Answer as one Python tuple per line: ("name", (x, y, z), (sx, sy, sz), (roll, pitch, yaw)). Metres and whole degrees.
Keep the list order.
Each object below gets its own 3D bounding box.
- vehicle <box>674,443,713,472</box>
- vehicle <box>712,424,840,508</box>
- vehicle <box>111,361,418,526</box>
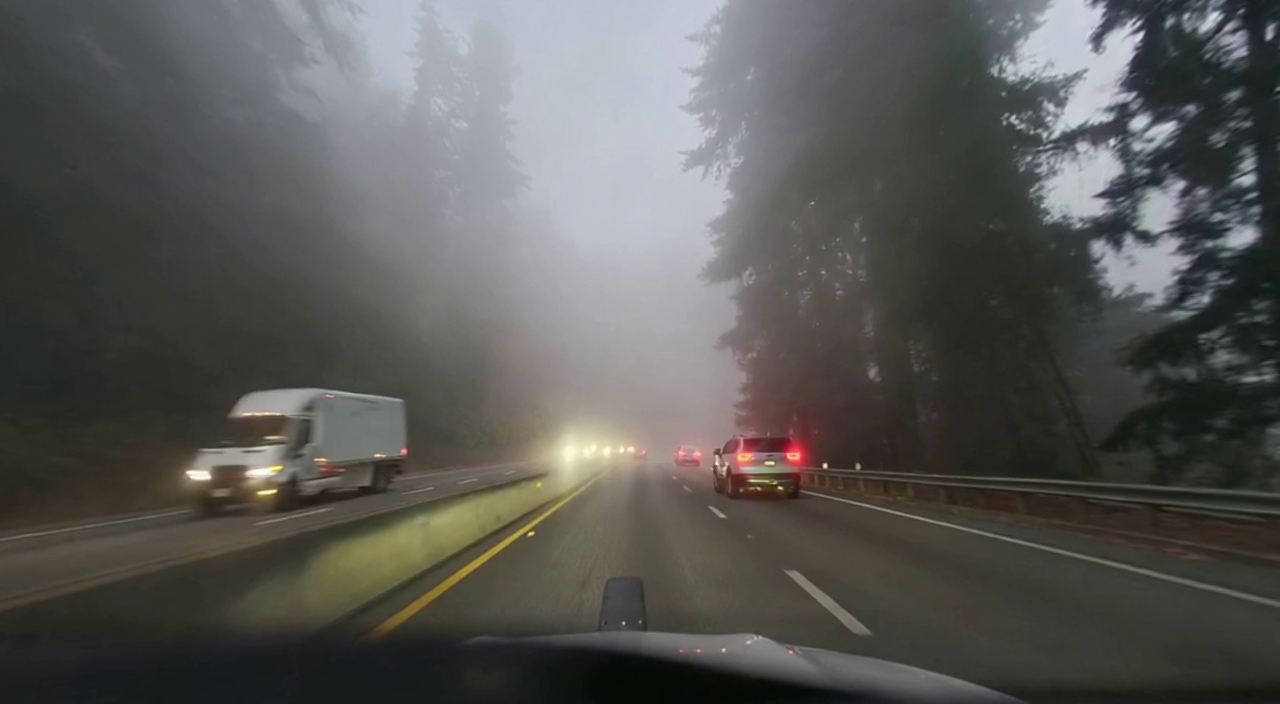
("vehicle", (3.399, 6.797, 40.868), (2.112, 1.708, 4.380), (0, -8, 0))
("vehicle", (3.397, 2.970, 16.929), (2.270, 1.897, 4.822), (0, -8, -1))
("vehicle", (-8.627, 2.323, 16.163), (2.794, 3.157, 7.953), (0, -8, 1))
